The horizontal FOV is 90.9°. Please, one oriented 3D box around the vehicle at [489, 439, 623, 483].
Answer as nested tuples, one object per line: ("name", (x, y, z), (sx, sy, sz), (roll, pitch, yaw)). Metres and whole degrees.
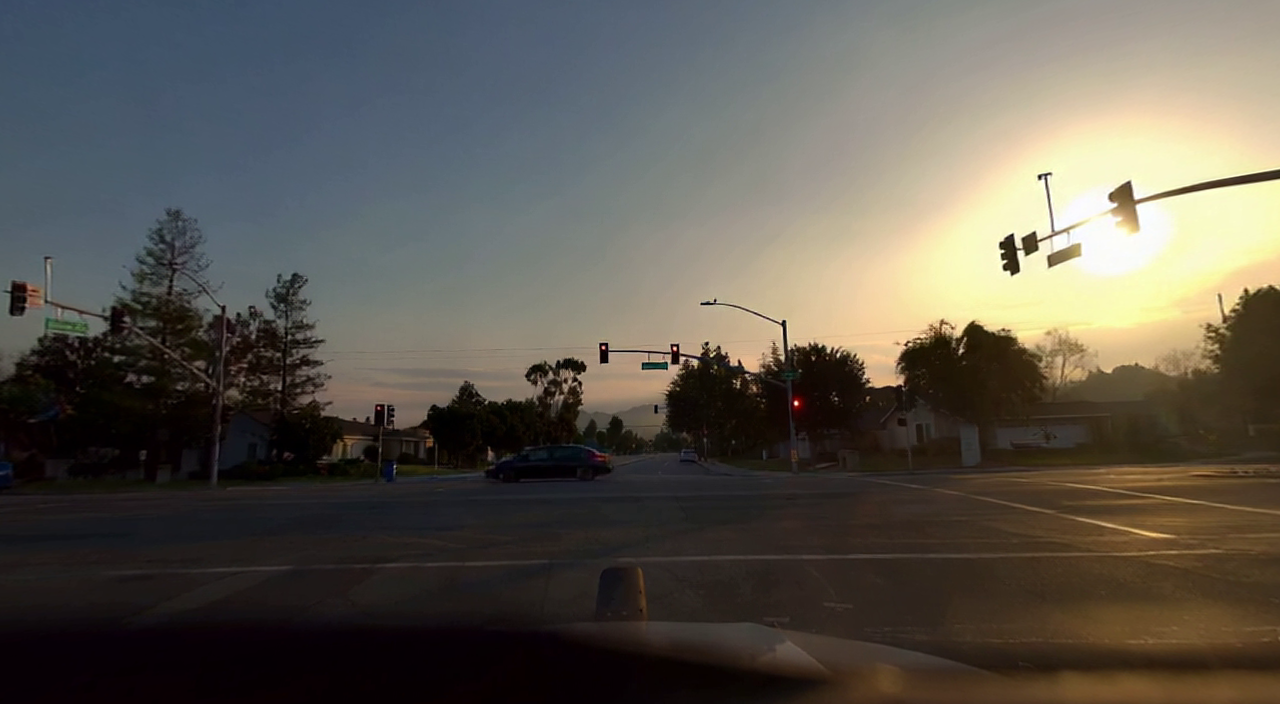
("vehicle", (-2.906, 3.892, 22.646), (4.562, 1.460, 1.822), (0, -8, 0))
